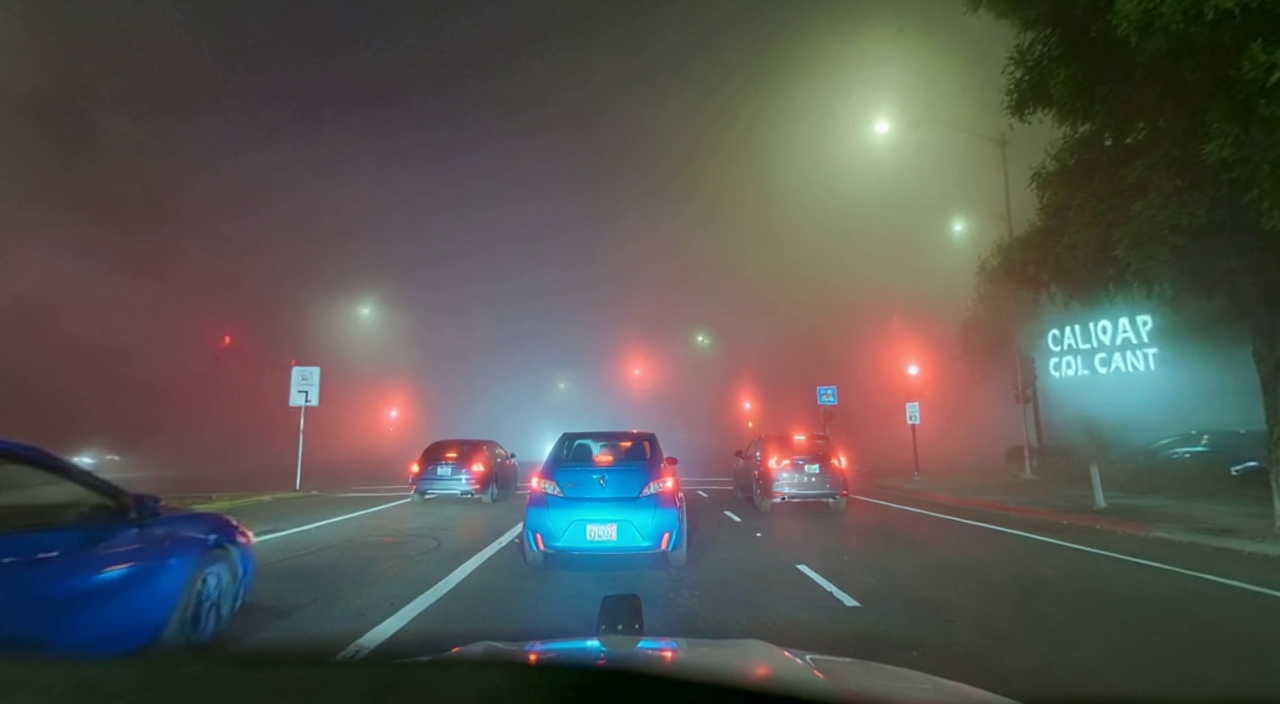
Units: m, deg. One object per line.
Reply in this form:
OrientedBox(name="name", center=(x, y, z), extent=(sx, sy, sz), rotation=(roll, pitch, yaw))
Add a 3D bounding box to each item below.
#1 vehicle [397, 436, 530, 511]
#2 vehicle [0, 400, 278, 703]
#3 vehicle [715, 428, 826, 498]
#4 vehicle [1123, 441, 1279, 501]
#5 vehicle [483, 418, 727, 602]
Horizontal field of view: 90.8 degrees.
OrientedBox(name="vehicle", center=(-3.781, 2.663, 14.293), extent=(1.998, 1.452, 3.773), rotation=(0, -8, -2))
OrientedBox(name="vehicle", center=(-3.741, 0.928, 2.486), extent=(2.074, 1.485, 4.395), rotation=(0, -8, -1))
OrientedBox(name="vehicle", center=(3.427, 3.008, 17.510), extent=(2.028, 1.678, 4.220), rotation=(0, -8, -2))
OrientedBox(name="vehicle", center=(15.177, 3.030, 16.273), extent=(3.951, 1.418, 1.842), rotation=(0, -8, -3))
OrientedBox(name="vehicle", center=(-0.358, 1.641, 7.495), extent=(2.045, 1.533, 4.183), rotation=(0, -8, -2))
